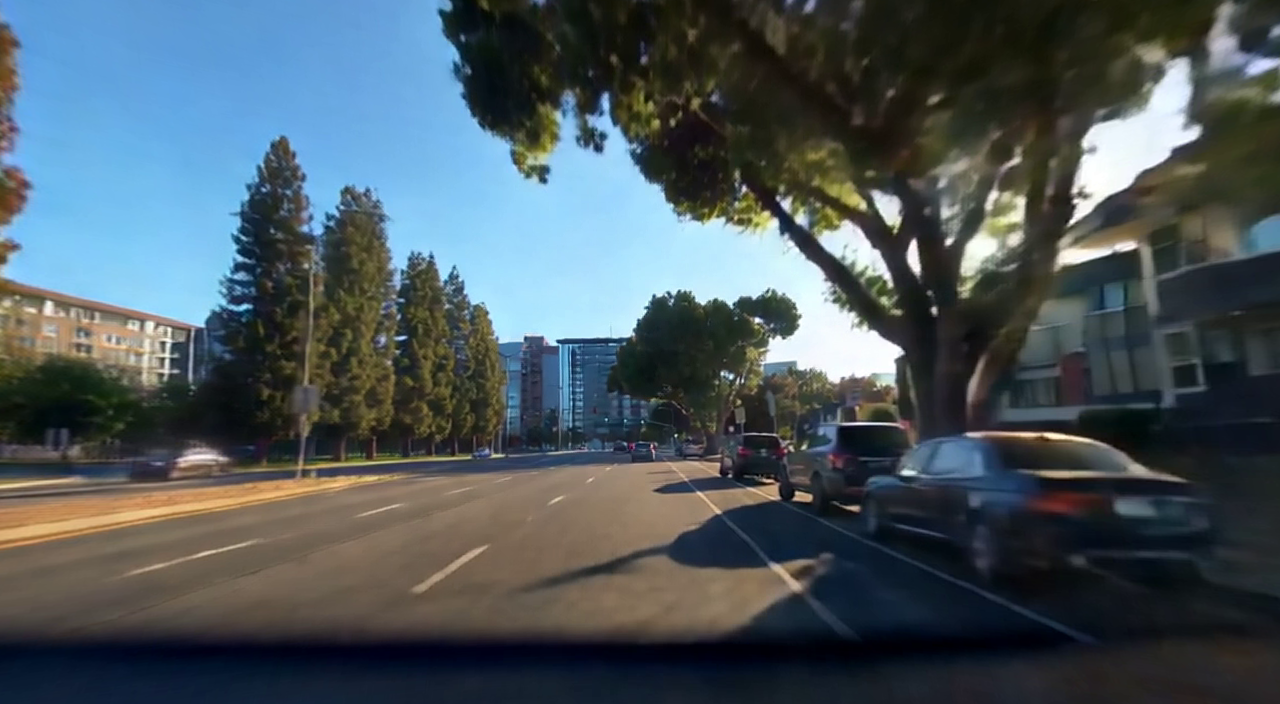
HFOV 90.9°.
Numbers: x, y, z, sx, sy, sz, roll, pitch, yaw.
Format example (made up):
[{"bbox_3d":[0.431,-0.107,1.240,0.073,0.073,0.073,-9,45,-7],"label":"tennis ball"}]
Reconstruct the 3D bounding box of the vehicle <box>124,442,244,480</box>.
[{"bbox_3d":[-21.050,5.025,29.388,2.238,1.645,4.418,0,-9,1],"label":"vehicle"}]

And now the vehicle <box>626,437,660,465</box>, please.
[{"bbox_3d":[0.232,6.620,42.171,2.169,1.751,4.276,0,-8,1],"label":"vehicle"}]

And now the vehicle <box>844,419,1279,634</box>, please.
[{"bbox_3d":[4.088,1.594,6.951,2.035,1.500,4.912,0,-8,0],"label":"vehicle"}]

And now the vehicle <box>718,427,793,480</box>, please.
[{"bbox_3d":[4.280,3.855,24.057,2.109,1.838,4.204,0,-9,1],"label":"vehicle"}]
